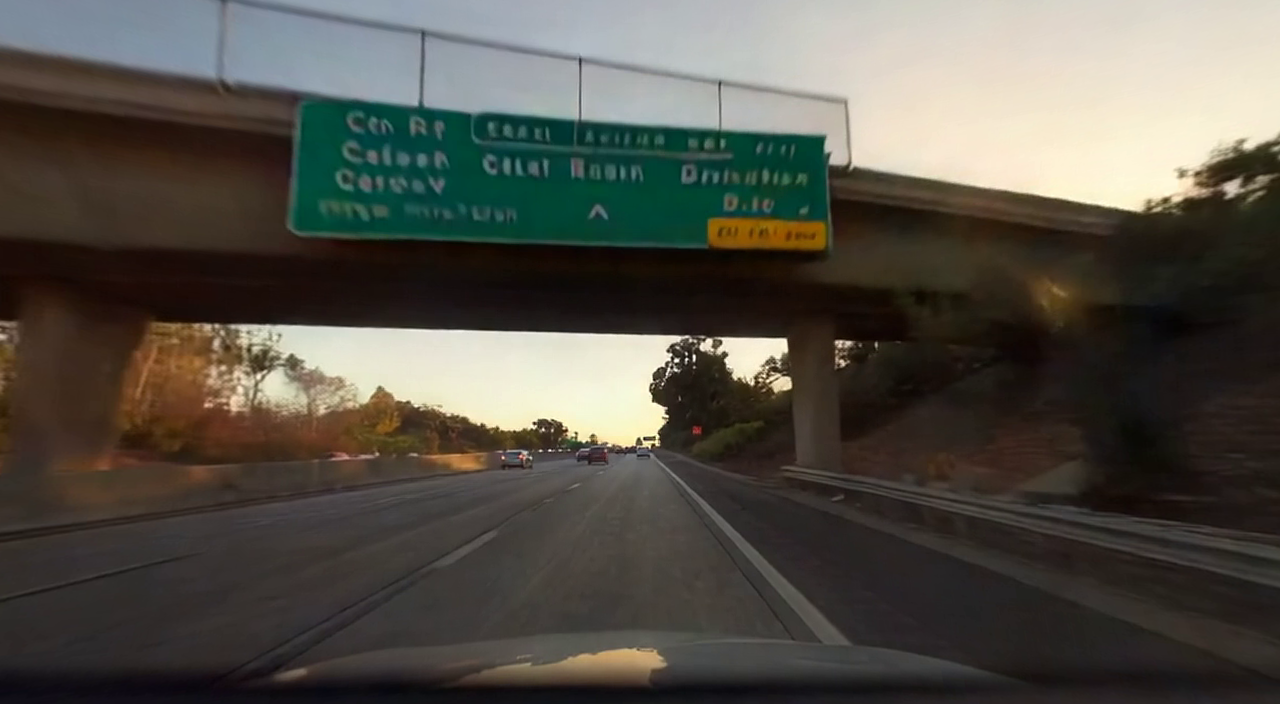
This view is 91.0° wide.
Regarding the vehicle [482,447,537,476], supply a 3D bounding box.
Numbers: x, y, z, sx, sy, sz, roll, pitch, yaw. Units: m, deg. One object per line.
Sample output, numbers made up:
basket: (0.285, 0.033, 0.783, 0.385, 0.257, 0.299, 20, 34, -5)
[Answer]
vehicle: (-7.243, 6.113, 35.391, 2.002, 1.507, 4.631, 0, -9, 1)
